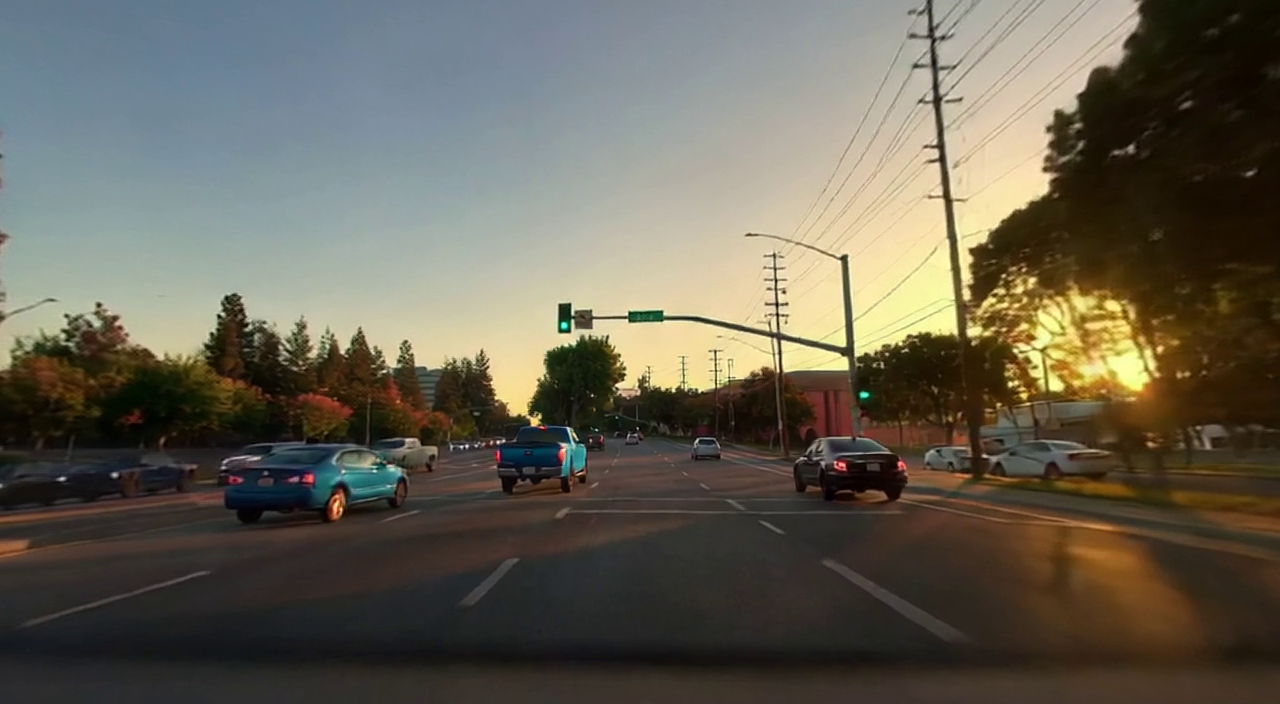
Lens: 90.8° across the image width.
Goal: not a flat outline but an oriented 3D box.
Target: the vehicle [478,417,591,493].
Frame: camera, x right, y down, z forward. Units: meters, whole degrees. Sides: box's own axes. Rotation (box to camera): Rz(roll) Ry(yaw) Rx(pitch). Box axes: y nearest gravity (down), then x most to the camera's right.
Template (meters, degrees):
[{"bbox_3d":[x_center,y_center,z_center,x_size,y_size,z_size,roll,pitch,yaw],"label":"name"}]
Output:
[{"bbox_3d":[-3.031,3.174,19.796,2.467,1.991,6.089,0,-8,0],"label":"vehicle"}]

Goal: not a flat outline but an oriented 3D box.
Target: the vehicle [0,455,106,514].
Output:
[{"bbox_3d":[-17.688,3.658,17.555,1.845,1.465,4.424,0,-8,0],"label":"vehicle"}]

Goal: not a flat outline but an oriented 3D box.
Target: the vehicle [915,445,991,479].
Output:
[{"bbox_3d":[16.677,5.855,33.966,2.002,1.681,4.507,-1,-8,4],"label":"vehicle"}]

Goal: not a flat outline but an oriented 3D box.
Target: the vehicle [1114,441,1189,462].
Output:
[{"bbox_3d":[35.972,7.014,44.483,3.611,1.424,1.746,-1,-8,2],"label":"vehicle"}]

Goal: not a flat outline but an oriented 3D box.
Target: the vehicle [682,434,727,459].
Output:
[{"bbox_3d":[3.895,5.787,38.742,2.071,1.435,4.226,0,-8,-3],"label":"vehicle"}]

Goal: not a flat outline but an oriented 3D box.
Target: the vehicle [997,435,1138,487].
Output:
[{"bbox_3d":[16.531,4.228,24.831,2.044,1.812,4.935,0,-8,0],"label":"vehicle"}]

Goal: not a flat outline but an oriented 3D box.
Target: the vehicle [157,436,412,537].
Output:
[{"bbox_3d":[-6.262,2.394,11.986,2.035,1.497,4.723,0,-8,1],"label":"vehicle"}]

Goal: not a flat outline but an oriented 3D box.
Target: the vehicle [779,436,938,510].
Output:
[{"bbox_3d":[4.810,2.717,14.765,1.840,1.428,4.602,0,-8,-3],"label":"vehicle"}]
